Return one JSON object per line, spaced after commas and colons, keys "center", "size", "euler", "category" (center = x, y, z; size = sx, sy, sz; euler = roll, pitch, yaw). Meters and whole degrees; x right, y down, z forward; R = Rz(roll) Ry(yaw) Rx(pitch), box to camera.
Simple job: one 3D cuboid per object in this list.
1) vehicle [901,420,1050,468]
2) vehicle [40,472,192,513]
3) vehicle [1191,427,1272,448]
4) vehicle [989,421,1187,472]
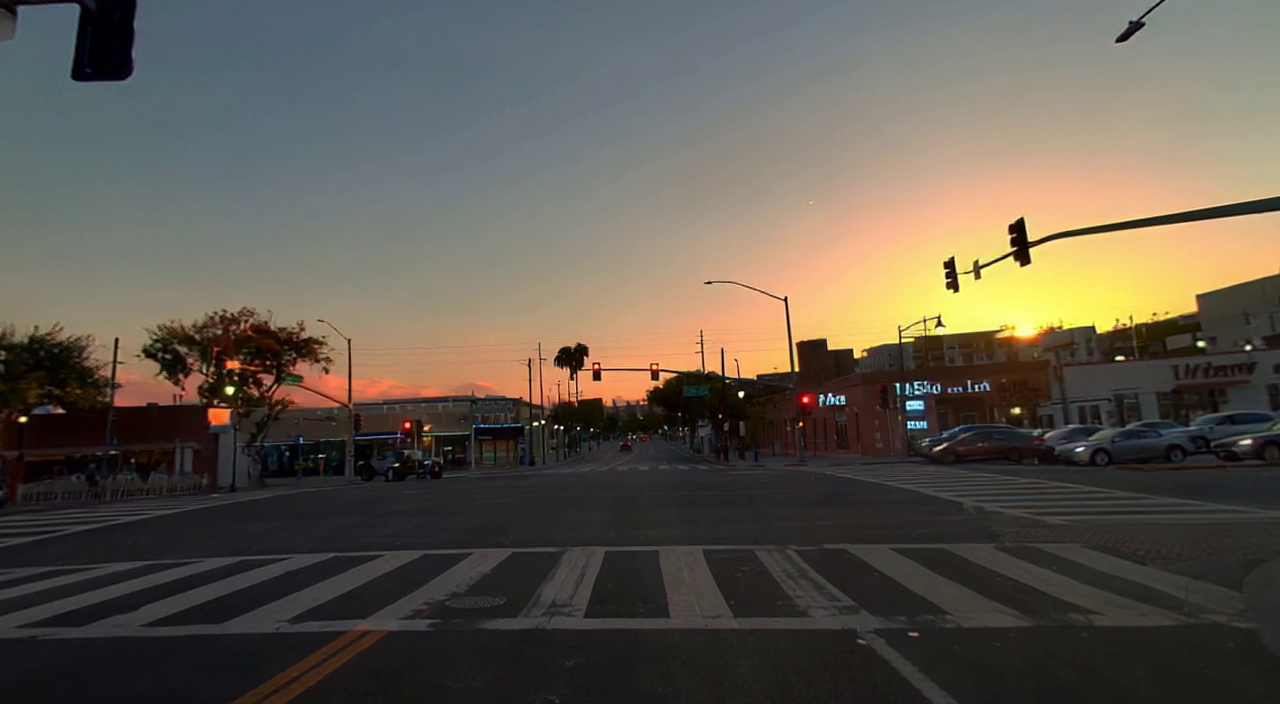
{"center": [13.016, 3.645, 24.941], "size": [4.916, 1.730, 1.986], "euler": [-4, -9, 21], "category": "vehicle"}
{"center": [-21.169, 5.673, 25.643], "size": [4.676, 1.463, 1.909], "euler": [-1, -8, 6], "category": "vehicle"}
{"center": [42.041, 6.067, 44.897], "size": [4.347, 1.446, 1.777], "euler": [1, -9, -9], "category": "vehicle"}
{"center": [14.356, 3.093, 20.632], "size": [4.835, 1.487, 1.913], "euler": [-3, -9, 20], "category": "vehicle"}
